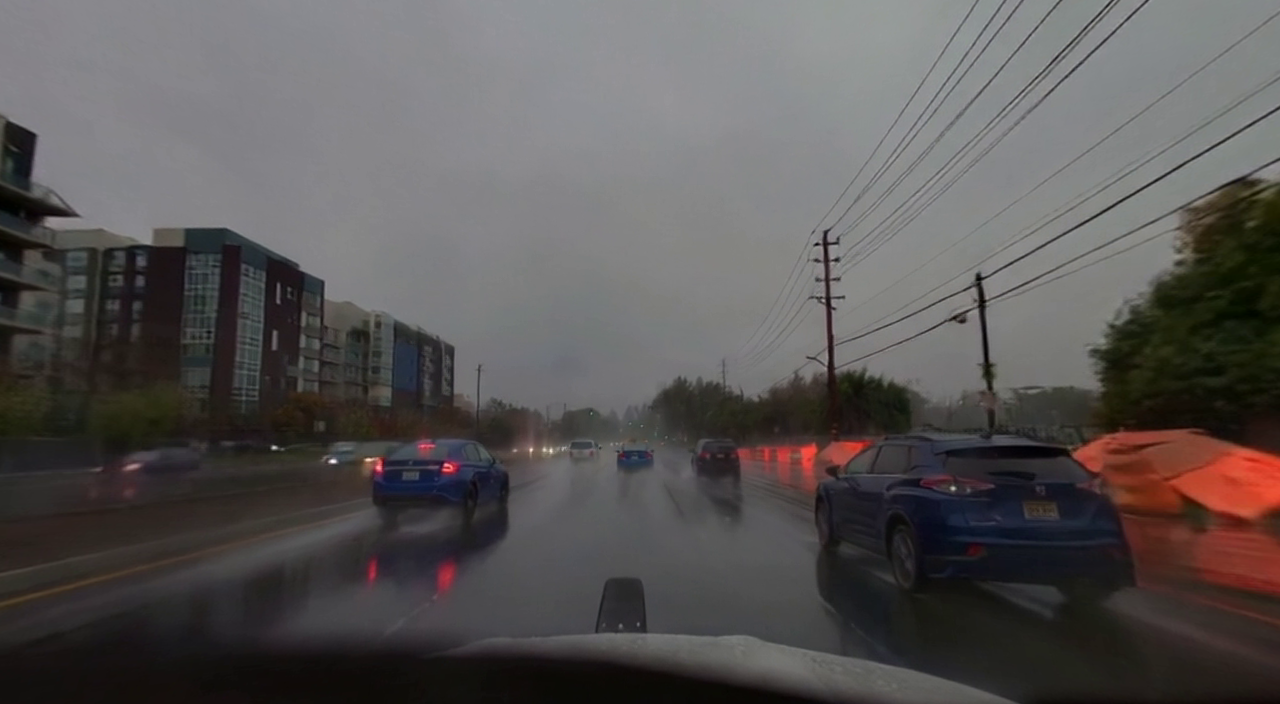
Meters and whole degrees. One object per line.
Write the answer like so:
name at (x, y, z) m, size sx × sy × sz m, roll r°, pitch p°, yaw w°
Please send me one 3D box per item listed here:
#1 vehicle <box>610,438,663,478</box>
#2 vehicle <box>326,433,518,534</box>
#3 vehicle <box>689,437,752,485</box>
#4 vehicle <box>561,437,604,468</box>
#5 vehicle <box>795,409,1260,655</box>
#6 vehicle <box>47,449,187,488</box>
vehicle at (-0.150, 4.857, 29.202) m, size 2.291 × 1.714 × 4.217 m, roll 0°, pitch -8°, yaw 0°
vehicle at (-3.633, 2.253, 11.483) m, size 1.968 × 1.473 × 4.209 m, roll 0°, pitch -8°, yaw 0°
vehicle at (3.258, 4.492, 26.384) m, size 2.029 × 1.797 × 4.218 m, roll 0°, pitch -8°, yaw -1°
vehicle at (-3.573, 6.357, 40.117) m, size 2.190 × 1.832 × 4.417 m, roll 0°, pitch -8°, yaw 1°
vehicle at (3.044, 1.477, 6.216) m, size 1.975 × 1.598 × 4.025 m, roll 0°, pitch -8°, yaw 0°
vehicle at (-22.030, 4.871, 26.901) m, size 2.053 × 1.472 × 4.526 m, roll 0°, pitch -8°, yaw 0°
